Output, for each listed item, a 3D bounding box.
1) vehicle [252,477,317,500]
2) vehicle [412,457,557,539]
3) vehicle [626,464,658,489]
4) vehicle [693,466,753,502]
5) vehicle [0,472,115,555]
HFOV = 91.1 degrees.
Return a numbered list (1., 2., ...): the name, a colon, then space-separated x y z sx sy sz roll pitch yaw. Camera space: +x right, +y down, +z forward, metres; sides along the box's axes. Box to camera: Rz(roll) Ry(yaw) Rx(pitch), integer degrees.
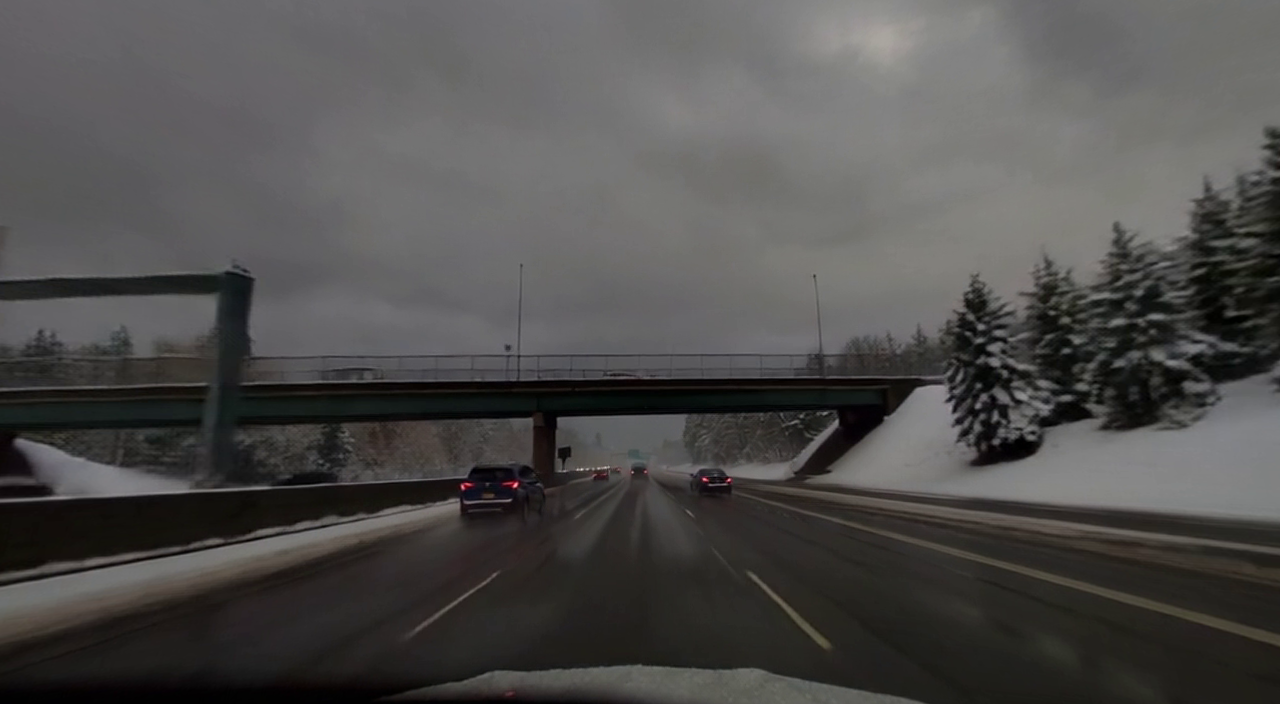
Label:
1. vehicle: -25.409 9.743 45.119 1.850 1.430 4.642 0 -10 2
2. vehicle: -3.263 3.205 14.227 2.099 1.516 4.308 0 -10 1
3. vehicle: 0.184 8.924 45.109 2.181 1.698 4.056 0 -10 1
4. vehicle: 3.723 6.032 28.994 2.092 1.518 4.348 1 -10 -1
5. vehicle: -12.760 3.022 11.753 1.848 1.467 4.539 0 -10 1
